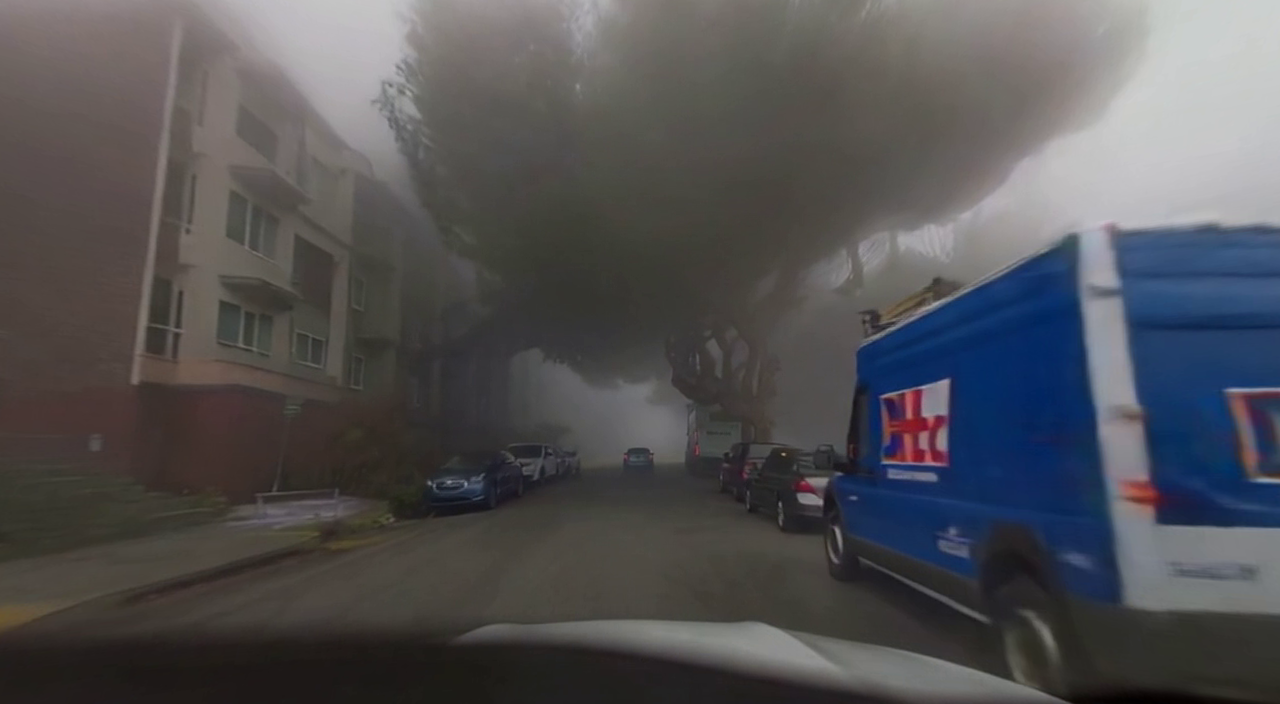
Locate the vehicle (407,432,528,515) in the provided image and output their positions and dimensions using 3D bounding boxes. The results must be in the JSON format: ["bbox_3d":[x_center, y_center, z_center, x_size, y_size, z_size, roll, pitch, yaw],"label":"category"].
[{"bbox_3d":[-4.262,3.017,16.308,1.951,1.662,4.046,0,-4,1],"label":"vehicle"}]

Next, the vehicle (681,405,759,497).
[{"bbox_3d":[2.998,3.710,25.219,2.489,3.082,6.627,0,-4,2],"label":"vehicle"}]

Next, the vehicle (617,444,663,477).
[{"bbox_3d":[0.050,5.296,30.927,2.095,1.510,3.605,0,-8,2],"label":"vehicle"}]

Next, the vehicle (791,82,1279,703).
[{"bbox_3d":[3.070,0.793,5.043,2.245,2.843,5.762,0,-8,0],"label":"vehicle"}]
